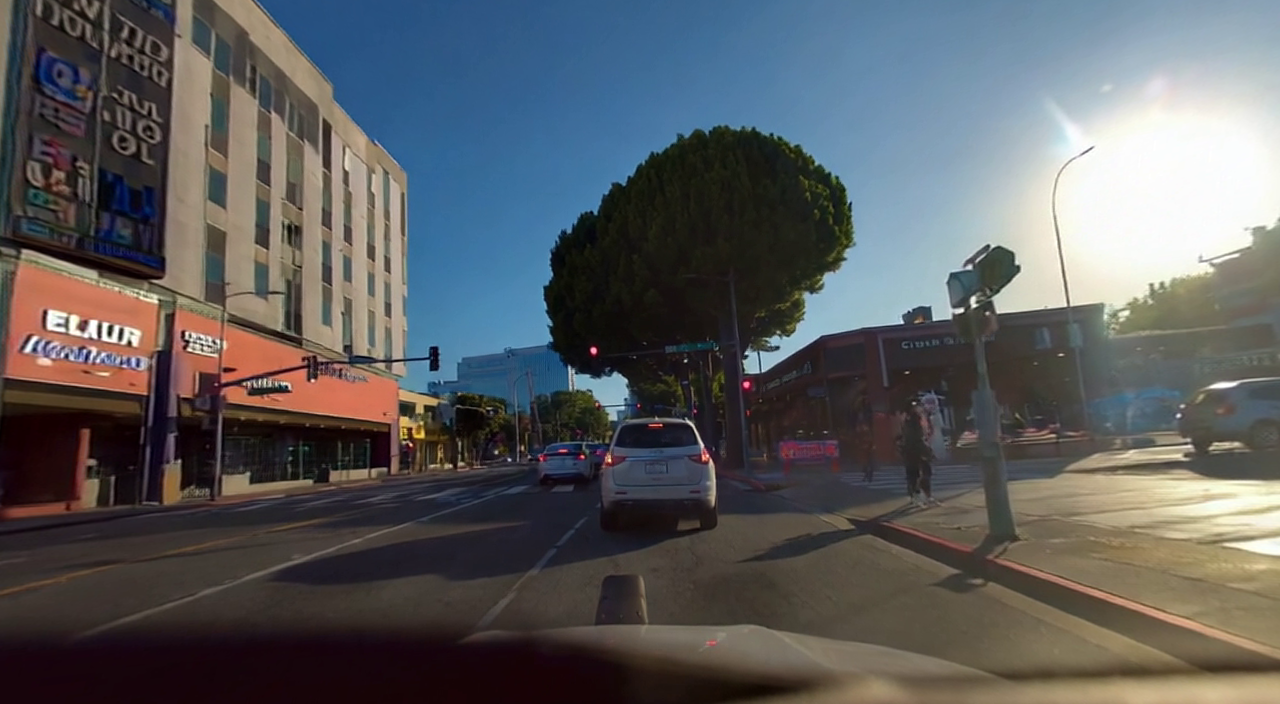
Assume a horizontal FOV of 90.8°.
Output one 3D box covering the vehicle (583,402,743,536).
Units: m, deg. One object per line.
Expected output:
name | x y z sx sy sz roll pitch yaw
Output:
vehicle | 0.354 2.092 11.840 2.352 1.953 4.796 0 -8 0

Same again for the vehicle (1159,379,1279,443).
vehicle | 16.902 1.588 16.705 4.474 1.583 1.970 -1 -8 2

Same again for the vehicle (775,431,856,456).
vehicle | 10.770 5.649 39.038 4.426 1.490 1.862 -1 -8 3

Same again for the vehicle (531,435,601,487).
vehicle | -2.638 3.997 23.453 2.023 1.702 4.152 -1 -8 1
